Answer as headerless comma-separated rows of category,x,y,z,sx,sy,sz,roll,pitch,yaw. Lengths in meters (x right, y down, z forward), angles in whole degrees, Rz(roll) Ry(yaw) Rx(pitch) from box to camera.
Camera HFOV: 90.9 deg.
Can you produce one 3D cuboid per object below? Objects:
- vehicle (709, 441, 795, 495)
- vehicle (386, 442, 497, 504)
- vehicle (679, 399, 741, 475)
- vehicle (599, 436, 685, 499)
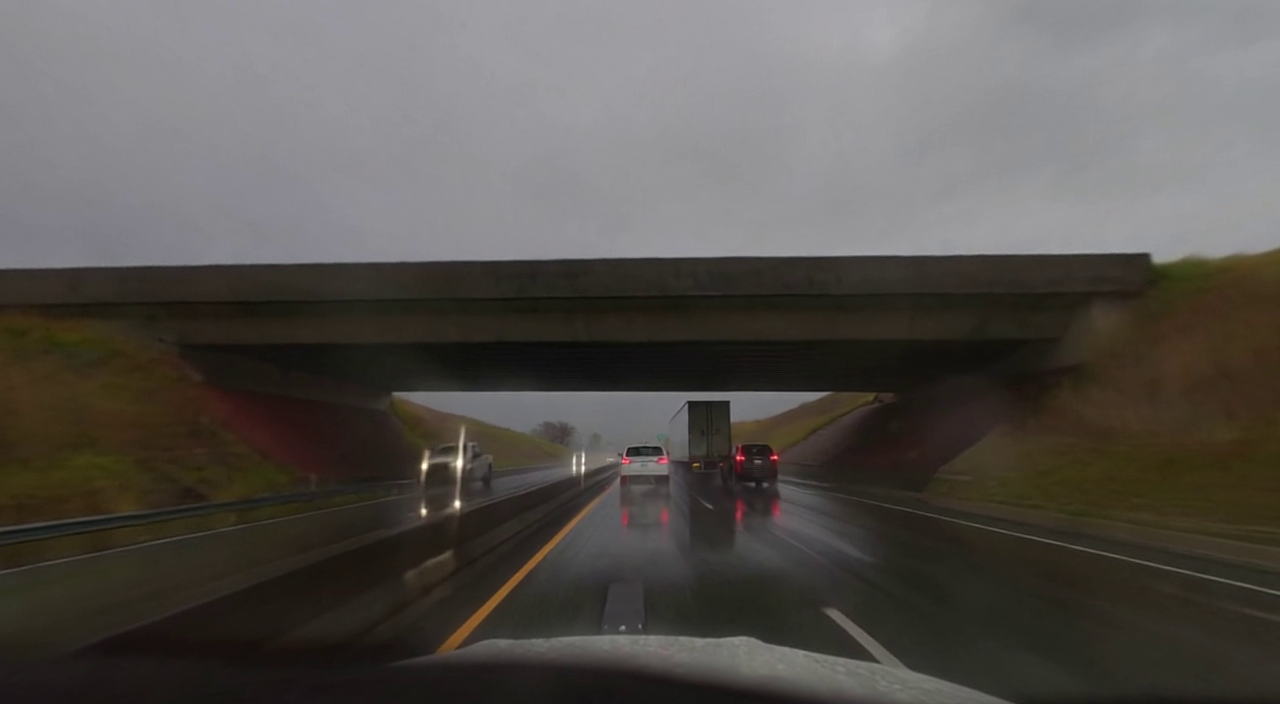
vehicle,3.418,3.609,19.937,1.972,1.505,3.946,-1,-9,0
vehicle,-6.376,3.907,20.764,2.233,1.685,4.222,-4,-9,1
vehicle,3.926,5.036,36.841,2.948,3.974,6.480,-1,-9,1
vehicle,0.094,3.368,18.730,2.256,1.615,4.114,-1,-9,1
